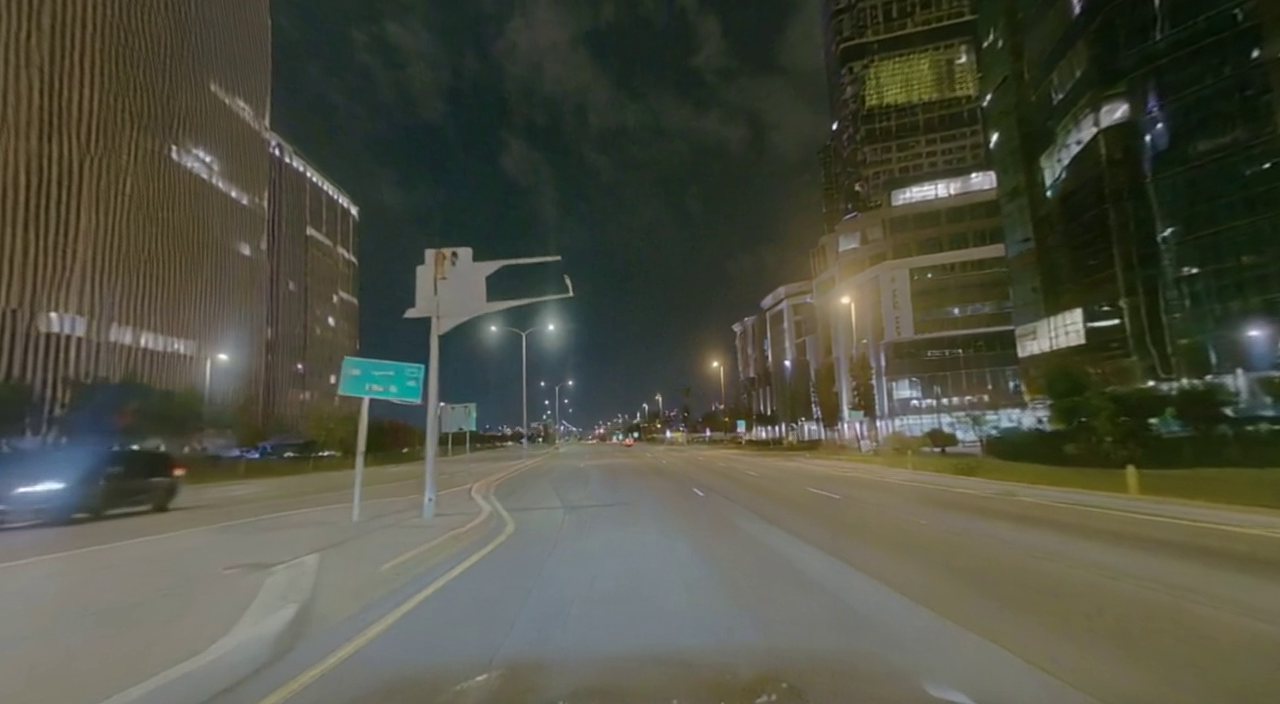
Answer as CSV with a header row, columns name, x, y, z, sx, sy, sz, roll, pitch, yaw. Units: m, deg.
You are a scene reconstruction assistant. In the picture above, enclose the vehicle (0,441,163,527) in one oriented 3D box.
name,x,y,z,sx,sy,sz,roll,pitch,yaw
vehicle,-14.326,3.036,15.021,2.105,1.774,4.800,0,-9,1
